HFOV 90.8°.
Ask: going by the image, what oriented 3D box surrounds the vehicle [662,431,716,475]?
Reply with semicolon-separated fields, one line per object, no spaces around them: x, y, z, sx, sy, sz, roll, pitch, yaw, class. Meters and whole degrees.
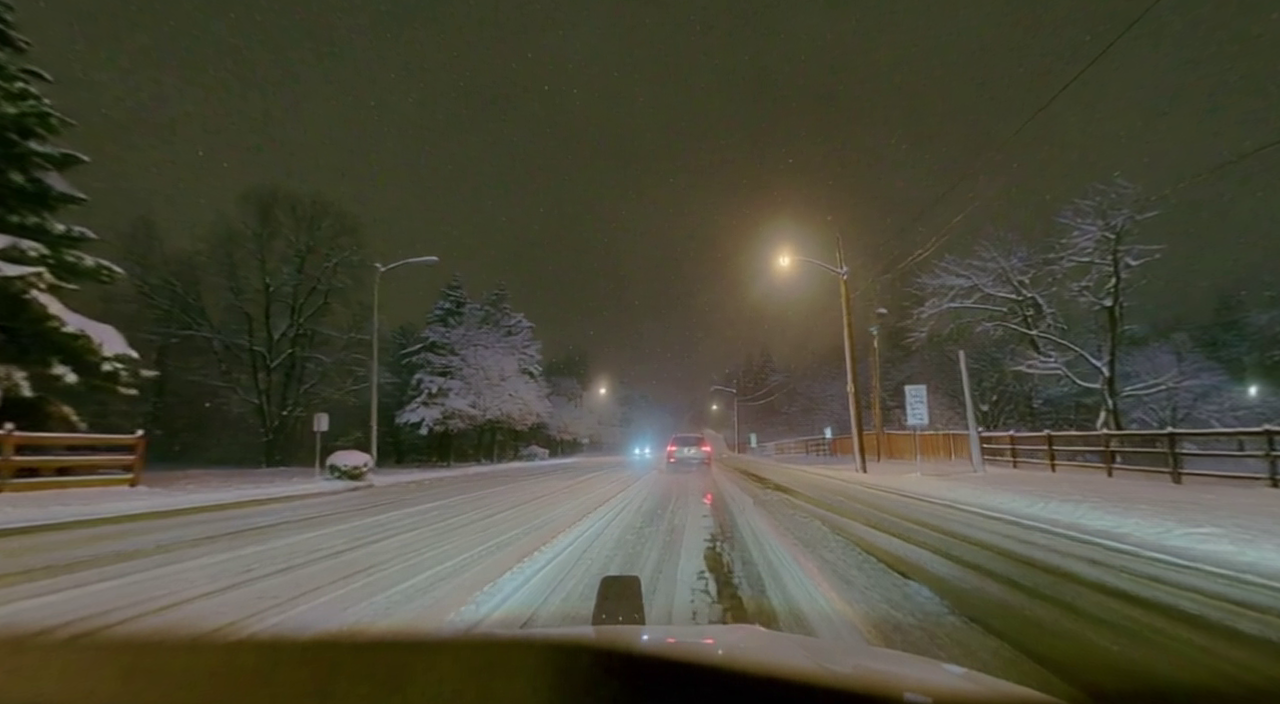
2.170;4.548;28.689;2.230;1.827;4.580;0;-8;4;vehicle
